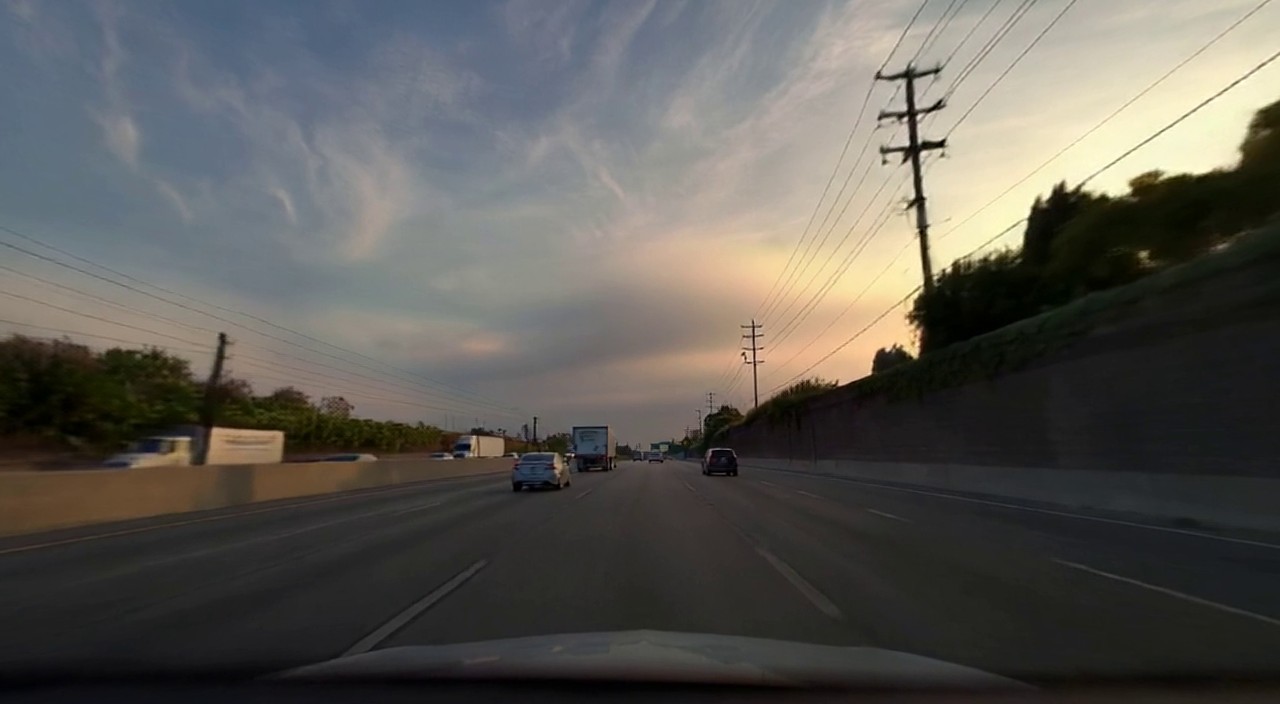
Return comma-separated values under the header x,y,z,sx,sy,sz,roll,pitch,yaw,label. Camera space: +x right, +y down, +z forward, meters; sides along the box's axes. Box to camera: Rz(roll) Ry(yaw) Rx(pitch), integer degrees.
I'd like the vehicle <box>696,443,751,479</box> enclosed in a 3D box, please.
x,y,z,sx,sy,sz,roll,pitch,yaw,label
4.427,5.872,34.171,2.214,1.799,4.627,0,-9,-1,vehicle

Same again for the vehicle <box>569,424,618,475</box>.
x,y,z,sx,sy,sz,roll,pitch,yaw,label
-3.048,6.622,42.965,2.632,3.153,6.879,0,-9,2,vehicle

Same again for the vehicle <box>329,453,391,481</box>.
x,y,z,sx,sy,sz,roll,pitch,yaw,label
-15.196,6.247,34.383,1.696,1.417,3.621,0,-9,1,vehicle

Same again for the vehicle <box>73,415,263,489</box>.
x,y,z,sx,sy,sz,roll,pitch,yaw,label
-23.640,5.150,32.471,2.705,3.261,8.898,0,-9,1,vehicle

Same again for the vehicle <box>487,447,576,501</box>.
x,y,z,sx,sy,sz,roll,pitch,yaw,label
-3.250,3.741,19.719,2.004,1.498,4.043,0,-9,1,vehicle
